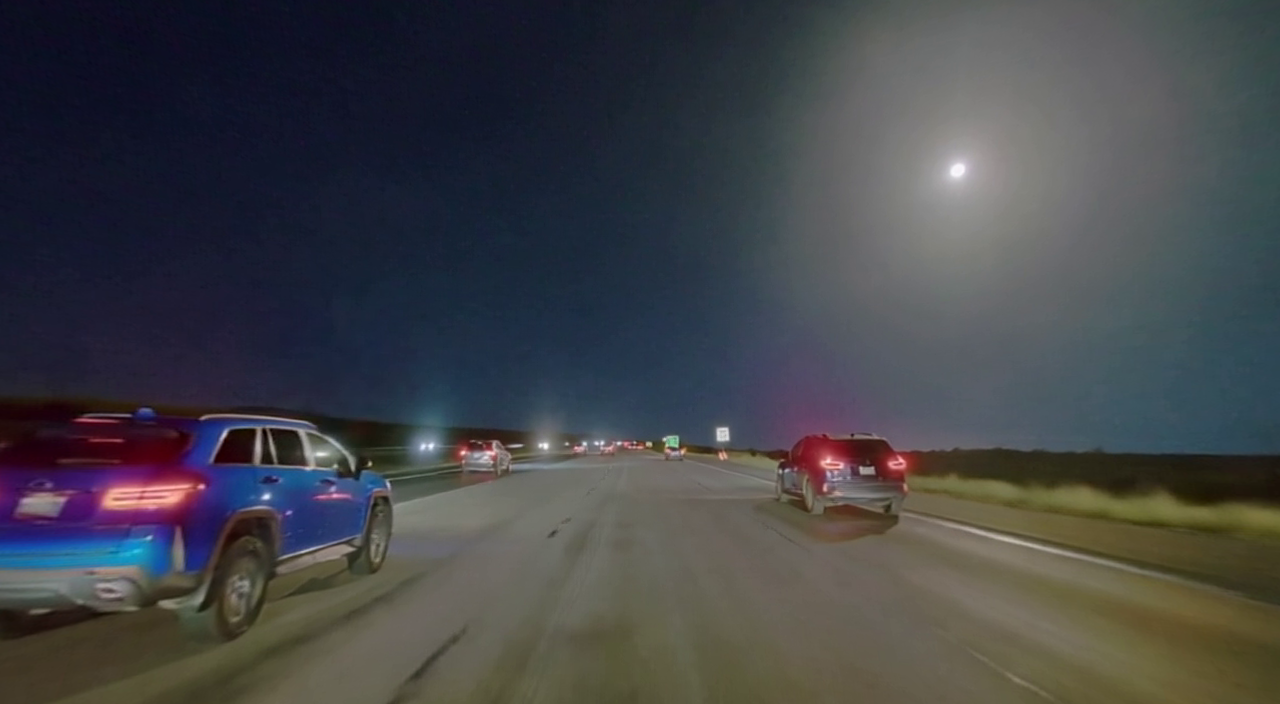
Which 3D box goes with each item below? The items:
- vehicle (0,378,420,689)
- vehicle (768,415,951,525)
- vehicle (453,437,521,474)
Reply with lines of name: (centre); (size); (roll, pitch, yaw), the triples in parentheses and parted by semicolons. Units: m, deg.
vehicle: (-4.011, 1.360, 5.870); (2.214, 1.743, 4.465); (-1, -9, 1)
vehicle: (4.258, 2.385, 13.250); (2.153, 1.860, 4.689); (0, -9, 0)
vehicle: (-7.493, 5.113, 31.278); (2.095, 1.696, 4.680); (-1, -9, 1)
